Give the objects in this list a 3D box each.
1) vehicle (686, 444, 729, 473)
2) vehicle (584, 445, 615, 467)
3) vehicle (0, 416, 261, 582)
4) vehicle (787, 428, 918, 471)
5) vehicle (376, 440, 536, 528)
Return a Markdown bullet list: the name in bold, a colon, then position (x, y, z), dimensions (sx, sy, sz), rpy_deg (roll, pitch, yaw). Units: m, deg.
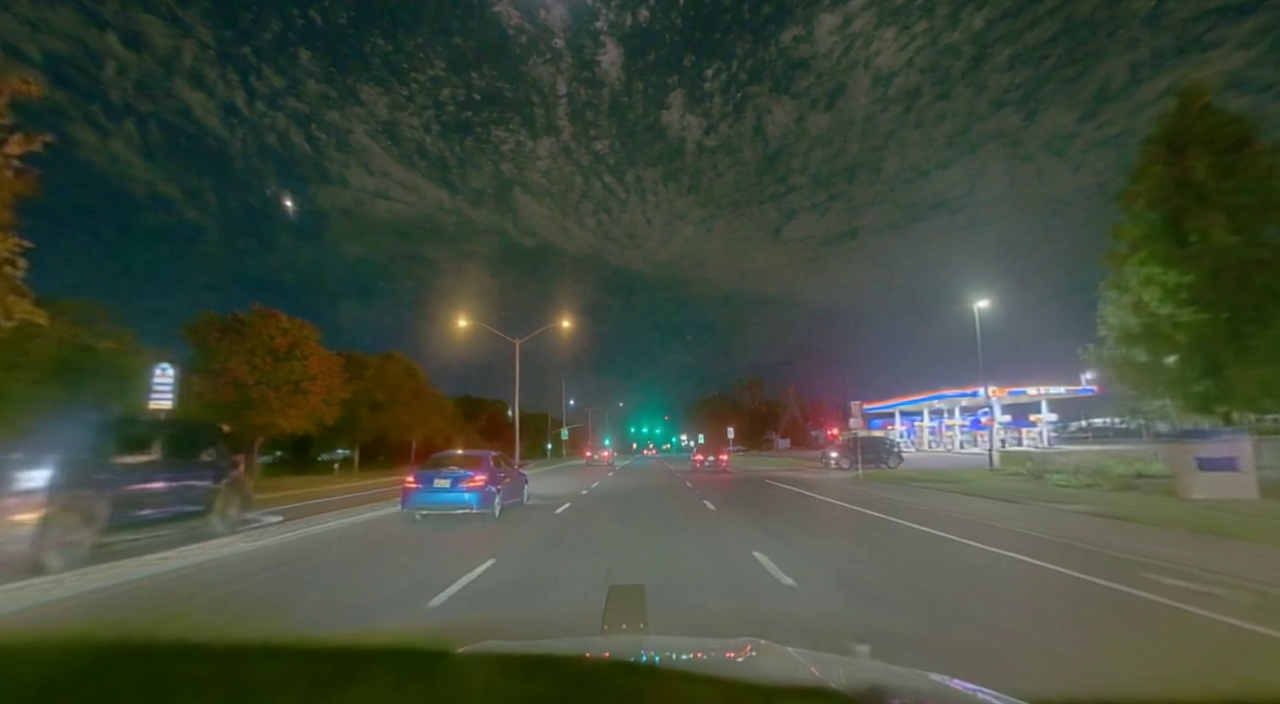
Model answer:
- **vehicle**: position (3.591, 5.709, 34.093), dimensions (1.883, 1.465, 3.975), rpy_deg (0, -8, 0)
- **vehicle**: position (-2.872, 7.446, 45.388), dimensions (1.841, 1.474, 4.038), rpy_deg (0, -8, 2)
- **vehicle**: position (-8.711, 2.079, 9.805), dimensions (2.370, 1.909, 5.431), rpy_deg (0, -8, -2)
- **vehicle**: position (10.915, 5.046, 32.792), dimensions (5.931, 1.872, 2.264), rpy_deg (-3, -8, 3)
- **vehicle**: position (-3.469, 2.546, 12.855), dimensions (1.803, 1.463, 4.422), rpy_deg (0, -8, 2)
